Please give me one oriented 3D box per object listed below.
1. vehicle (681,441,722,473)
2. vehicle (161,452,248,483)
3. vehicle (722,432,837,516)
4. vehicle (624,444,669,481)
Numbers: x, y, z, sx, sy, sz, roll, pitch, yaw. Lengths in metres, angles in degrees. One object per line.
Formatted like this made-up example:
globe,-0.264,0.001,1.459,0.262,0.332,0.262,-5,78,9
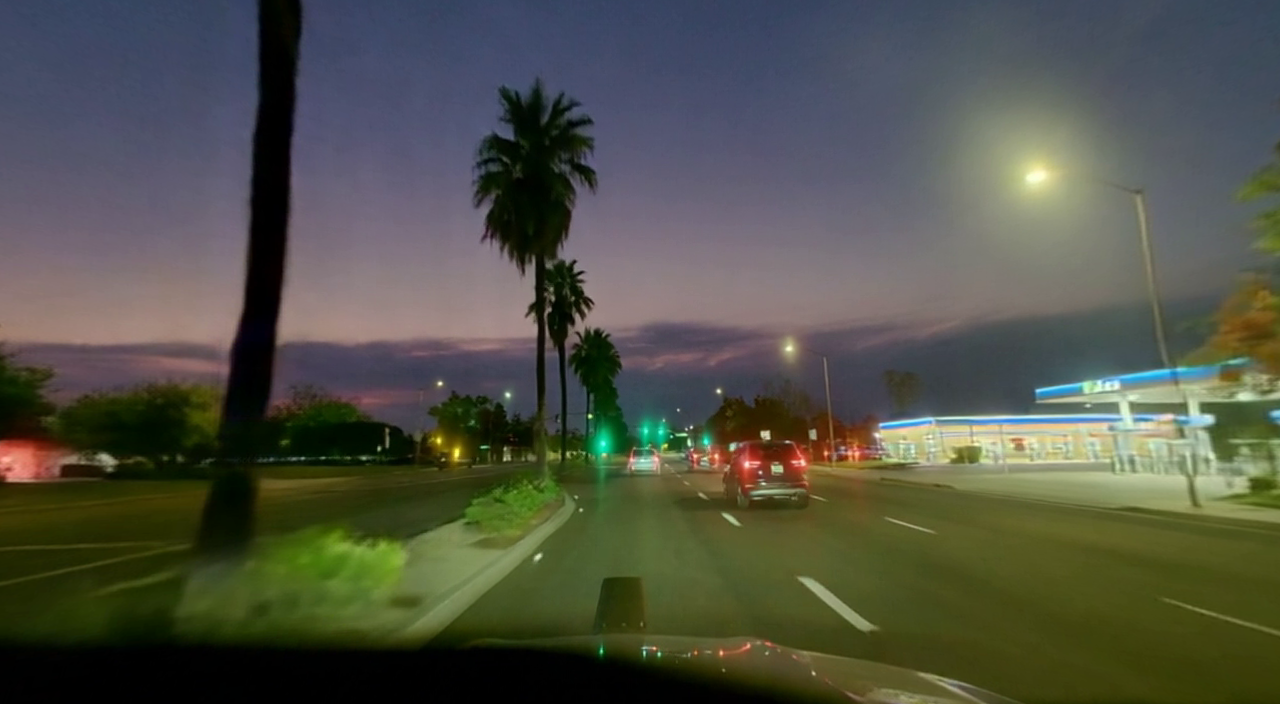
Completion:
vehicle,3.932,6.803,41.079,2.154,1.975,4.634,0,-9,-1
vehicle,-25.447,6.716,36.920,1.867,1.699,3.782,-9,-12,43
vehicle,3.231,2.907,15.473,1.872,1.752,3.896,0,-9,-1
vehicle,0.289,5.241,30.170,1.991,1.664,3.814,0,-9,0
